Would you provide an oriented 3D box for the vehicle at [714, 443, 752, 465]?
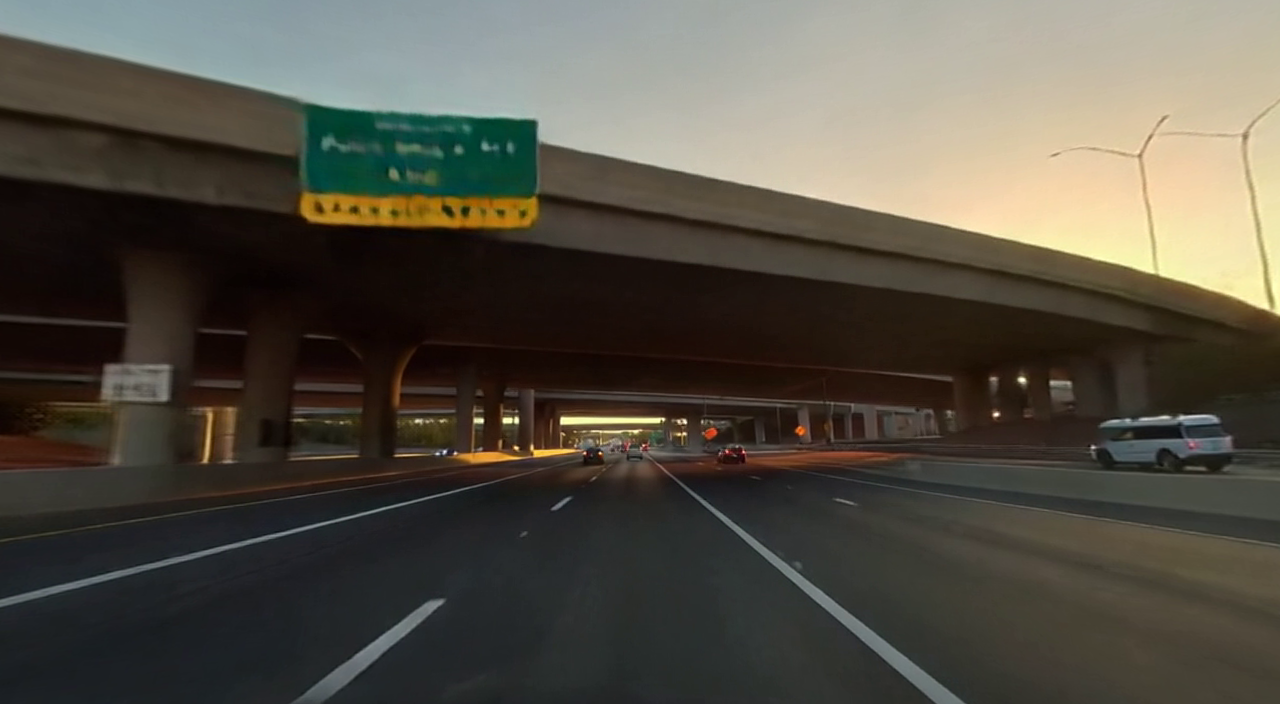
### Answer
[{"bbox_3d":[6.936,7.640,47.505,2.075,1.611,4.421,0,-8,-1],"label":"vehicle"}]

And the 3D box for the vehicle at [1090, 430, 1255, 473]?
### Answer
[{"bbox_3d":[20.468,3.854,24.667,1.821,1.479,5.004,1,-8,-5],"label":"vehicle"}]
